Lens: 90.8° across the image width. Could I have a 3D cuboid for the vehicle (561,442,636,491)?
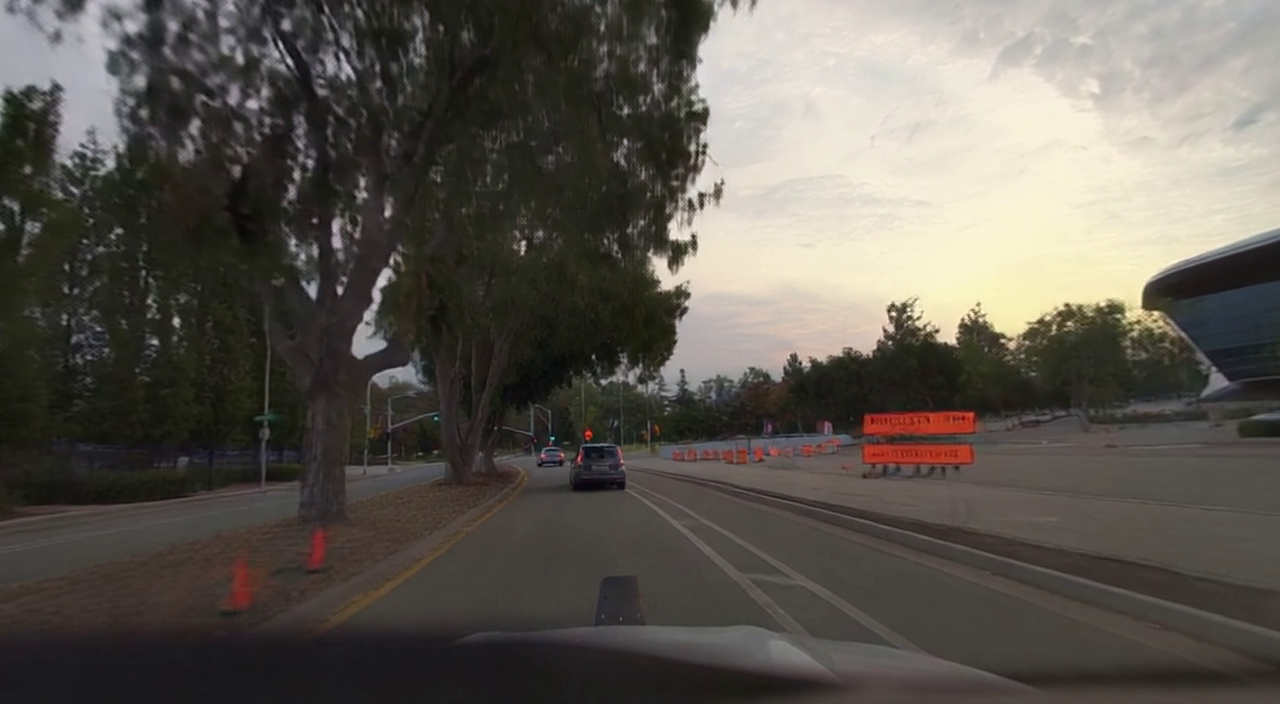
[{"bbox_3d":[-1.554,3.905,21.983,2.266,1.508,4.430,1,-9,-8],"label":"vehicle"}]
